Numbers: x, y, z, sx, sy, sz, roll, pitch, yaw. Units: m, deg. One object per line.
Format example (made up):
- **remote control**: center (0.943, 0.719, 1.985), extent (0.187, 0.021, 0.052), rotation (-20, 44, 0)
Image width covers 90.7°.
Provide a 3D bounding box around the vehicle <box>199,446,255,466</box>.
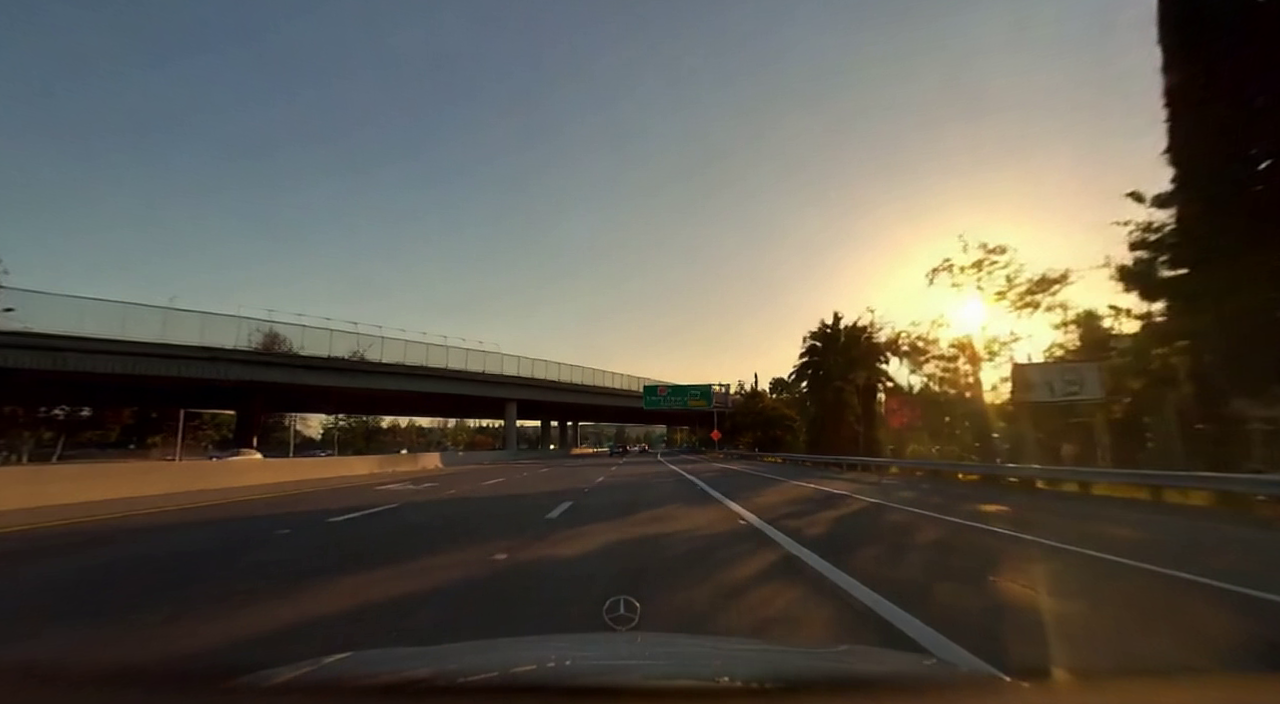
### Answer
- **vehicle**: center (-32.183, 8.117, 49.432), extent (1.728, 1.454, 3.858), rotation (0, -8, 0)
